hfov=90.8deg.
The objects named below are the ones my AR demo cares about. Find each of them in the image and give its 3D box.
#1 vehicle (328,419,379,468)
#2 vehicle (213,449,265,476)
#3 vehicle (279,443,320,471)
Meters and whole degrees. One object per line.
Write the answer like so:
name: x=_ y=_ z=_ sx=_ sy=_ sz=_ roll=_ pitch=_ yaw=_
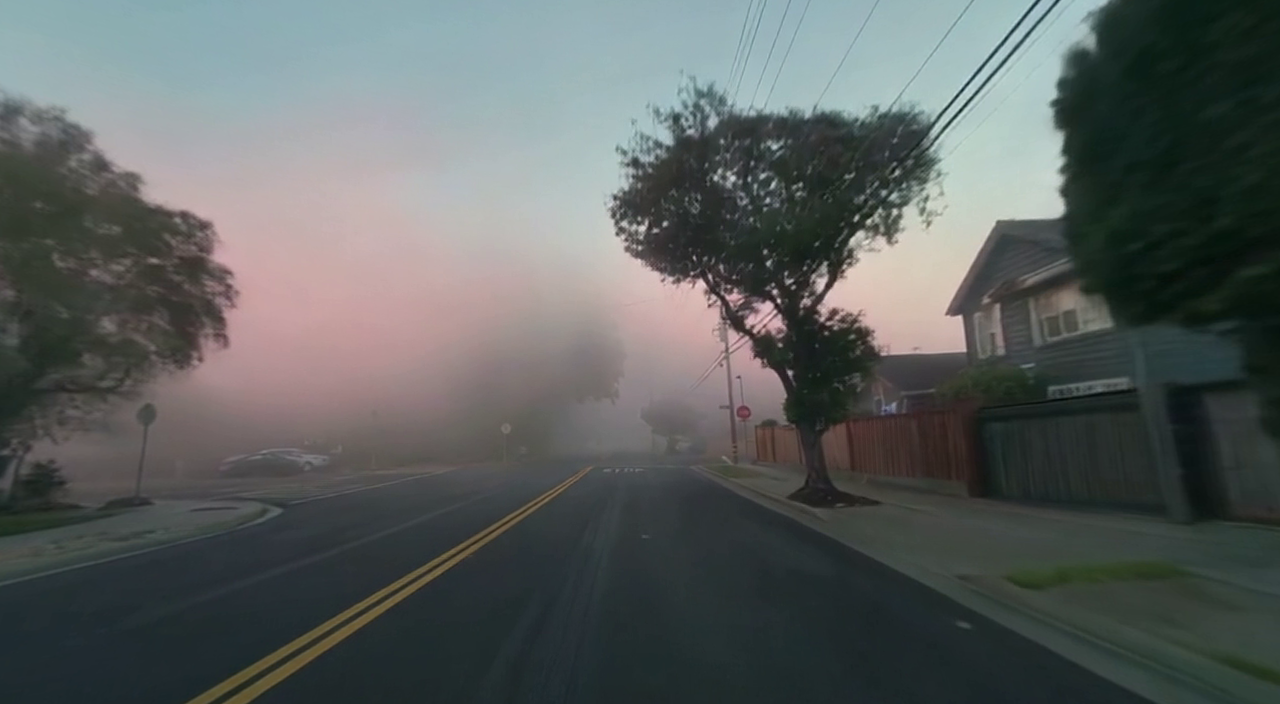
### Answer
vehicle: x=-20.458 y=6.731 z=45.323 sx=2.842 sy=3.181 sz=8.576 roll=4 pitch=-11 yaw=-23
vehicle: x=-24.255 y=6.671 z=38.374 sx=1.955 sy=1.448 sz=4.542 roll=3 pitch=-9 yaw=-24
vehicle: x=-23.908 y=7.334 z=44.469 sx=2.083 sy=1.802 sz=4.455 roll=4 pitch=-9 yaw=-24
